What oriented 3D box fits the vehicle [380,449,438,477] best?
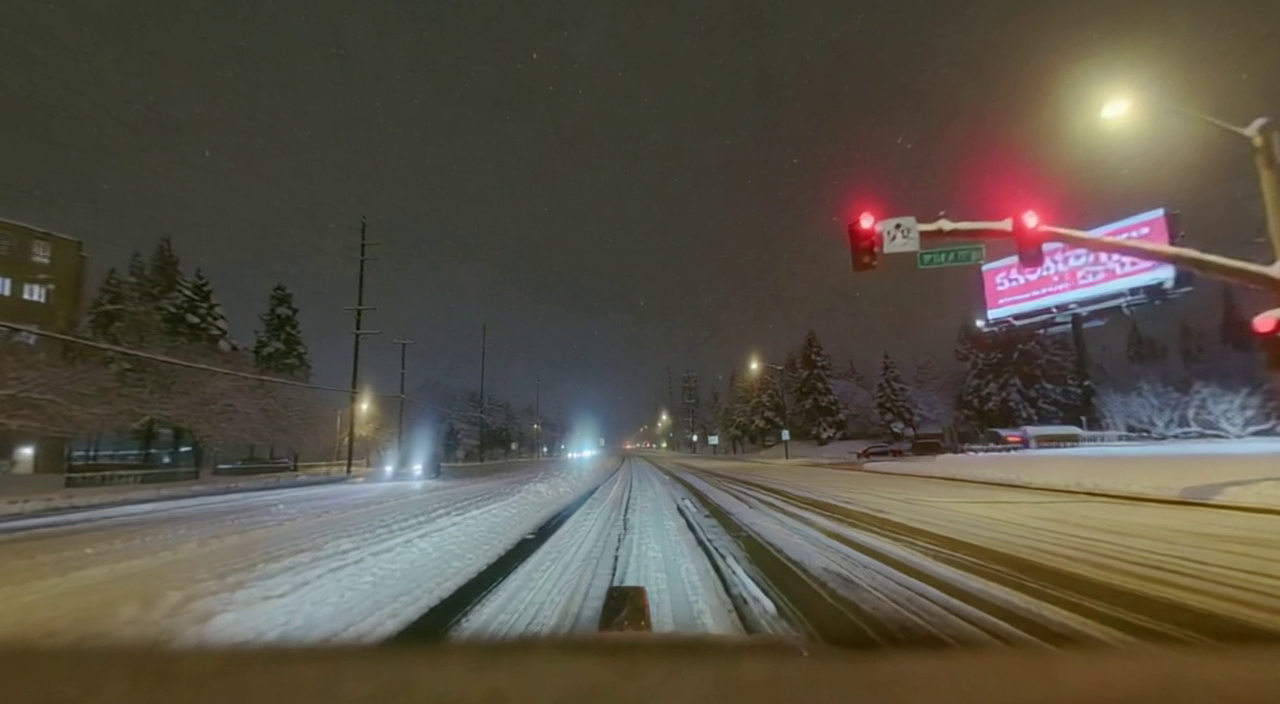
[{"bbox_3d":[-16.498,7.920,45.253,2.227,1.837,4.871,0,-8,1],"label":"vehicle"}]
